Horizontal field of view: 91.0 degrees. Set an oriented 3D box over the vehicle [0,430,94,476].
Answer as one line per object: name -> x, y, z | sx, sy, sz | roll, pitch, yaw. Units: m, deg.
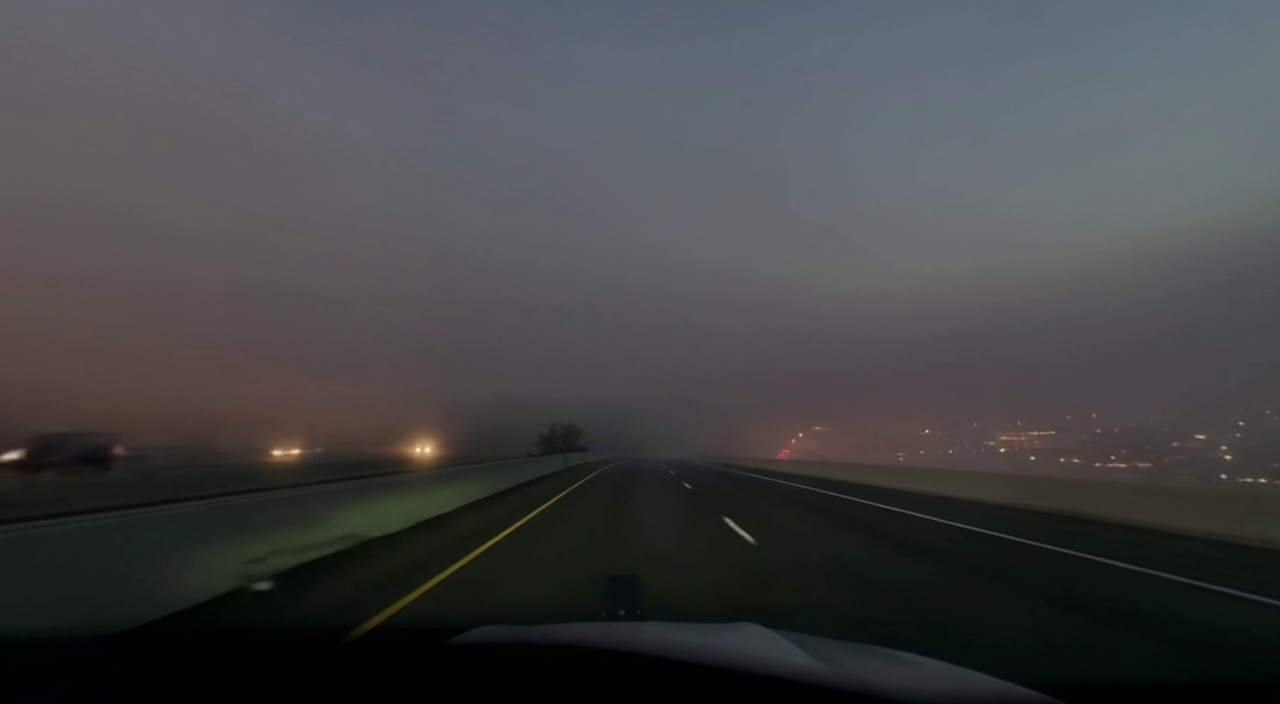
vehicle -> -25.676, 4.136, 25.809 | 2.117, 1.751, 4.999 | 0, -9, -2
